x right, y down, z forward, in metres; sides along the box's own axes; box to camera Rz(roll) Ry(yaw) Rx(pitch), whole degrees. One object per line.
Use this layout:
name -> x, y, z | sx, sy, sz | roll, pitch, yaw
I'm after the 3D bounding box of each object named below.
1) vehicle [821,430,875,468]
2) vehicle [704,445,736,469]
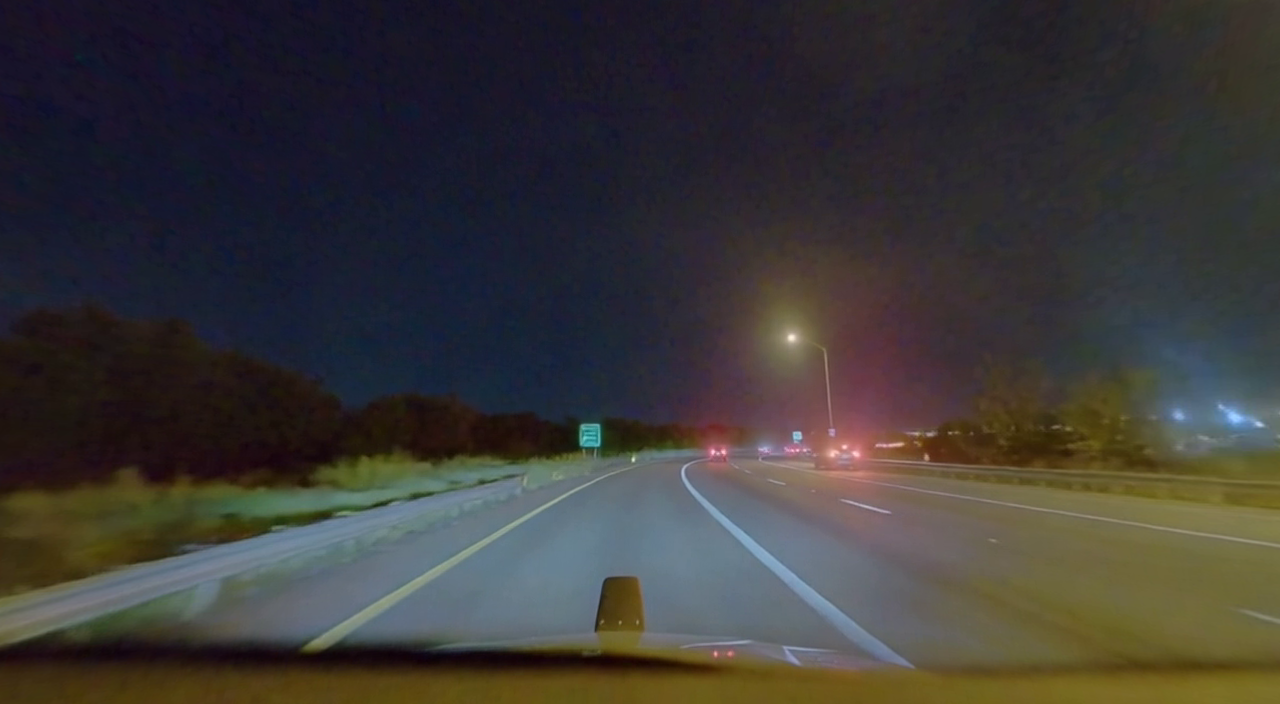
vehicle -> 14.271, 6.681, 43.568 | 3.055, 2.511, 2.572 | -2, -9, 8
vehicle -> 5.376, 7.098, 42.958 | 1.874, 1.506, 4.116 | -1, -8, 3
